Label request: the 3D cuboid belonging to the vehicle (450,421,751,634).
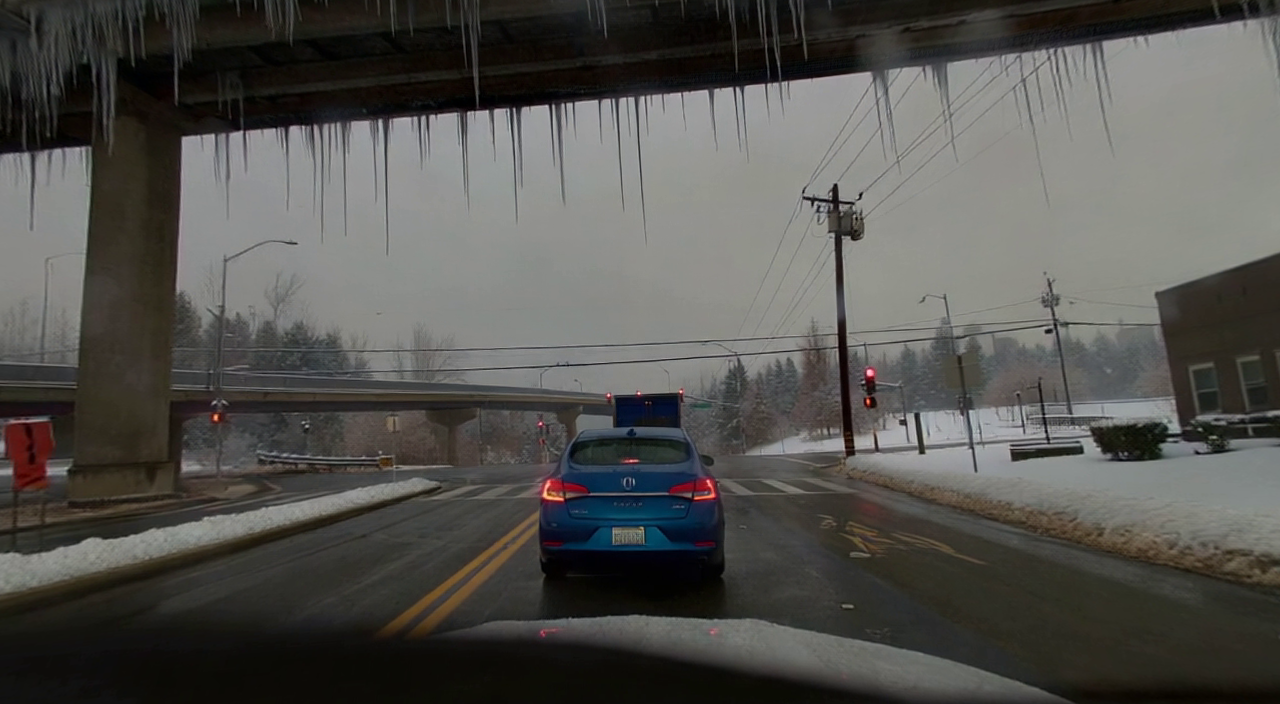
[{"bbox_3d":[-0.236,1.530,6.463,2.090,1.458,4.033,-1,-9,1],"label":"vehicle"}]
